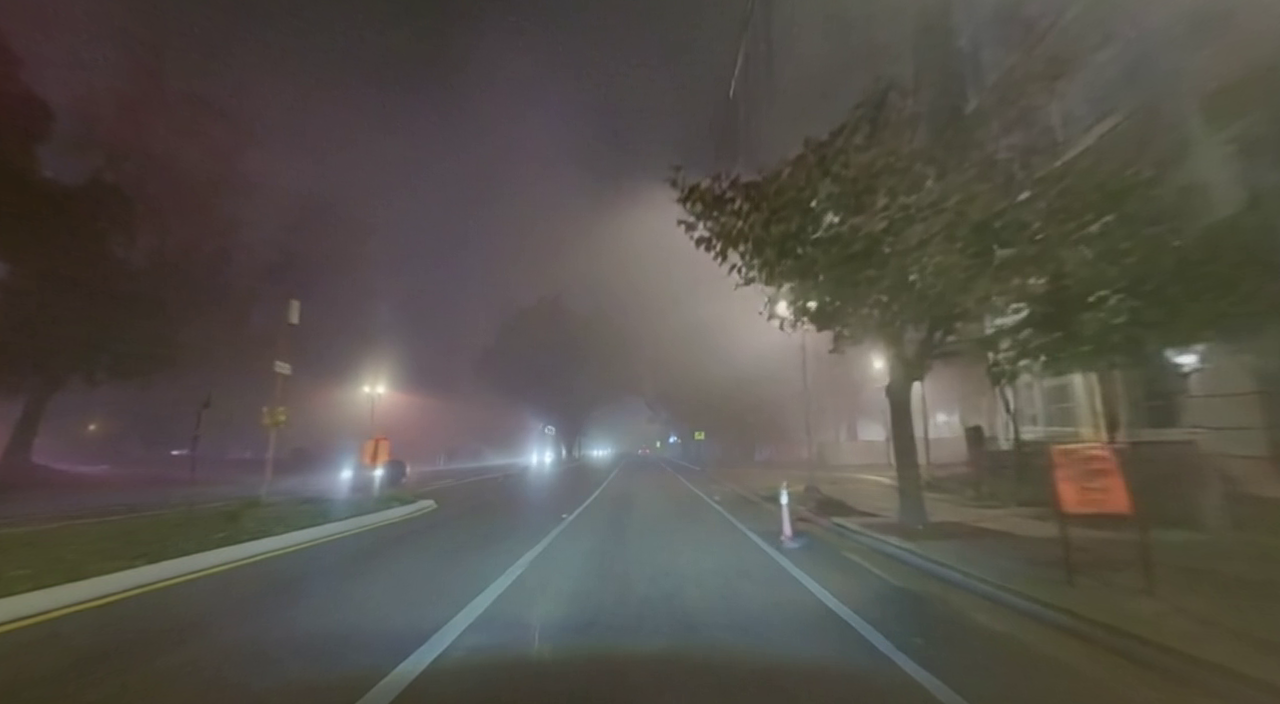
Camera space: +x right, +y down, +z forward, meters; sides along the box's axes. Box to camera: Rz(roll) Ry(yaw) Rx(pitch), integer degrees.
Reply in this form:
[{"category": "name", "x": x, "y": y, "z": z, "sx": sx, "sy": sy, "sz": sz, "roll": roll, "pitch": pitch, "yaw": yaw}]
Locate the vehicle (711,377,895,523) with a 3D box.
[{"category": "vehicle", "x": 3.246, "y": 2.046, "z": 13.536, "sx": 2.849, "sy": 2.686, "sz": 3.176, "roll": 0, "pitch": -8, "yaw": -4}]
